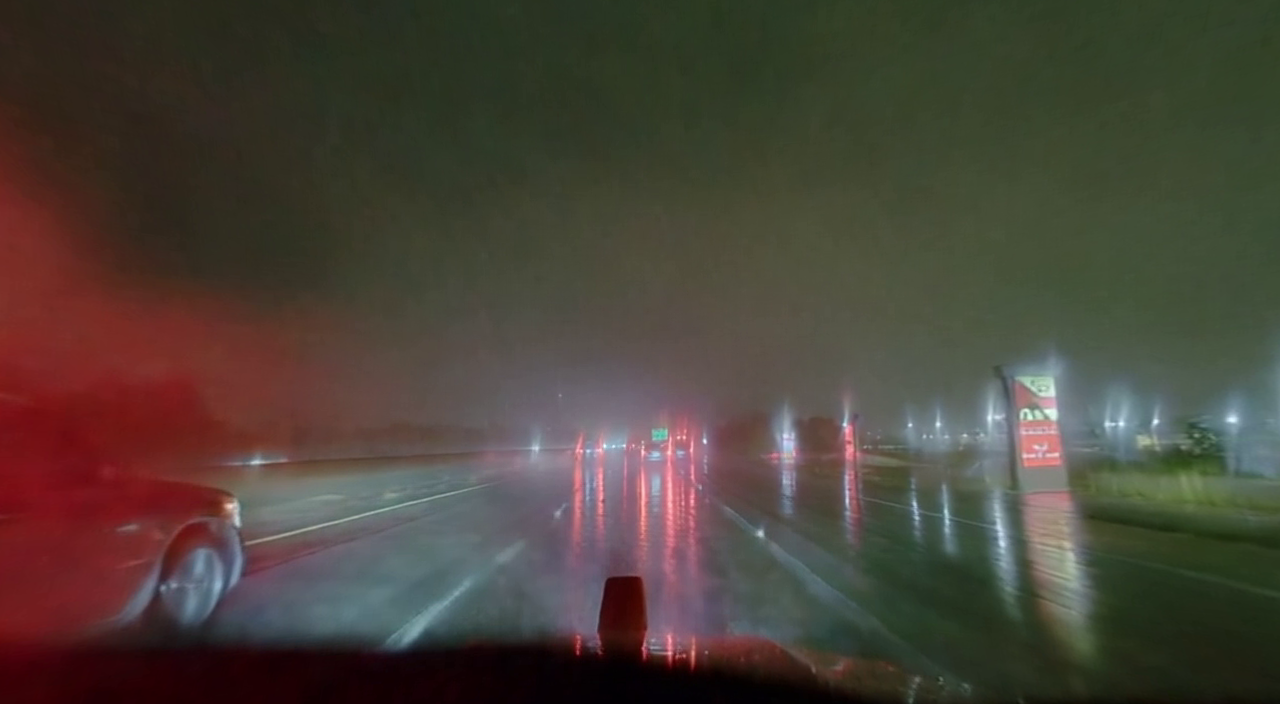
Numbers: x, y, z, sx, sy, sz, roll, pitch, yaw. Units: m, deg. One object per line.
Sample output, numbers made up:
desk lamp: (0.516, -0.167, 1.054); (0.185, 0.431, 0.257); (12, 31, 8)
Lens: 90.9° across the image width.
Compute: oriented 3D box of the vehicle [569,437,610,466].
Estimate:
vehicle: (-3.547, 7.153, 45.649); (2.403, 1.946, 5.623); (0, -8, 1)

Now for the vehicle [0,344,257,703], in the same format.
vehicle: (-3.948, 0.768, 2.217); (2.239, 1.761, 4.620); (0, -8, 0)

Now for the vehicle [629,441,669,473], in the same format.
vehicle: (0.464, 5.542, 33.525); (2.000, 1.558, 3.945); (0, -8, 0)
